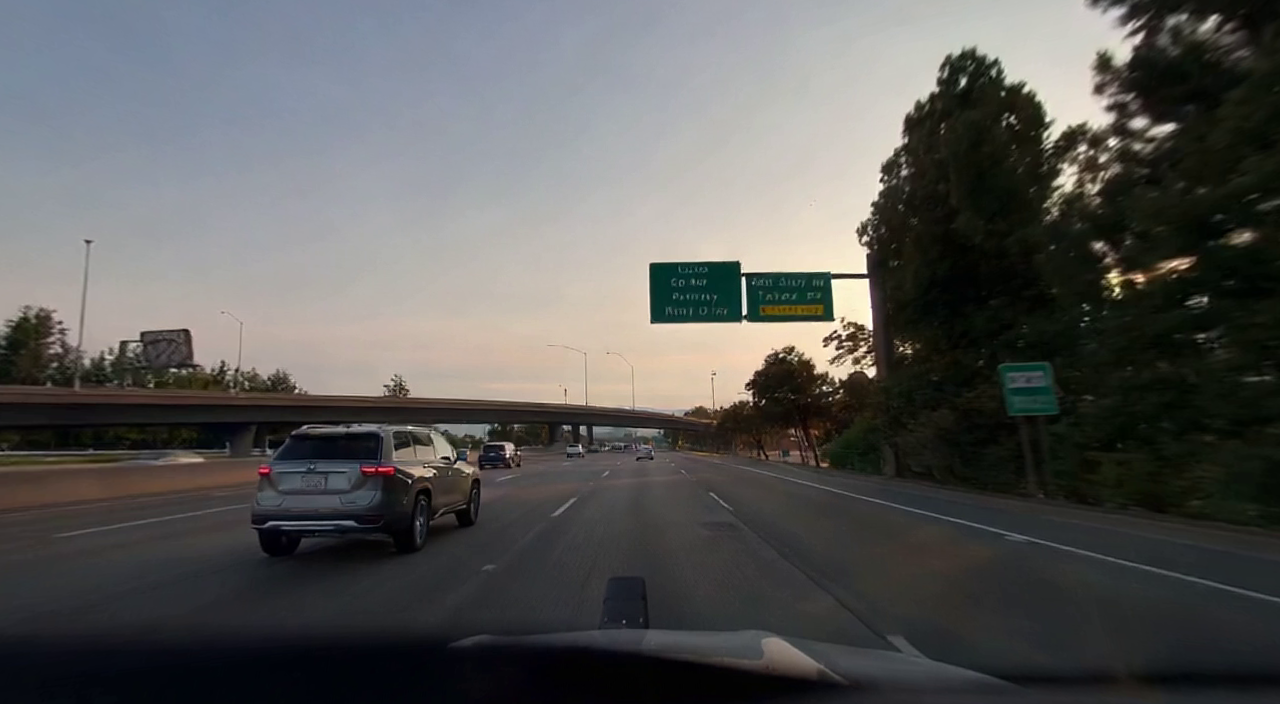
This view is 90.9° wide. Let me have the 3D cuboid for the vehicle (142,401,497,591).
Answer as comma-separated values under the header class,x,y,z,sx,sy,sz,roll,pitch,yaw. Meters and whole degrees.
class,x,y,z,sx,sy,sz,roll,pitch,yaw
vehicle,-3.516,1.681,8.197,2.214,1.759,4.435,0,-9,1
